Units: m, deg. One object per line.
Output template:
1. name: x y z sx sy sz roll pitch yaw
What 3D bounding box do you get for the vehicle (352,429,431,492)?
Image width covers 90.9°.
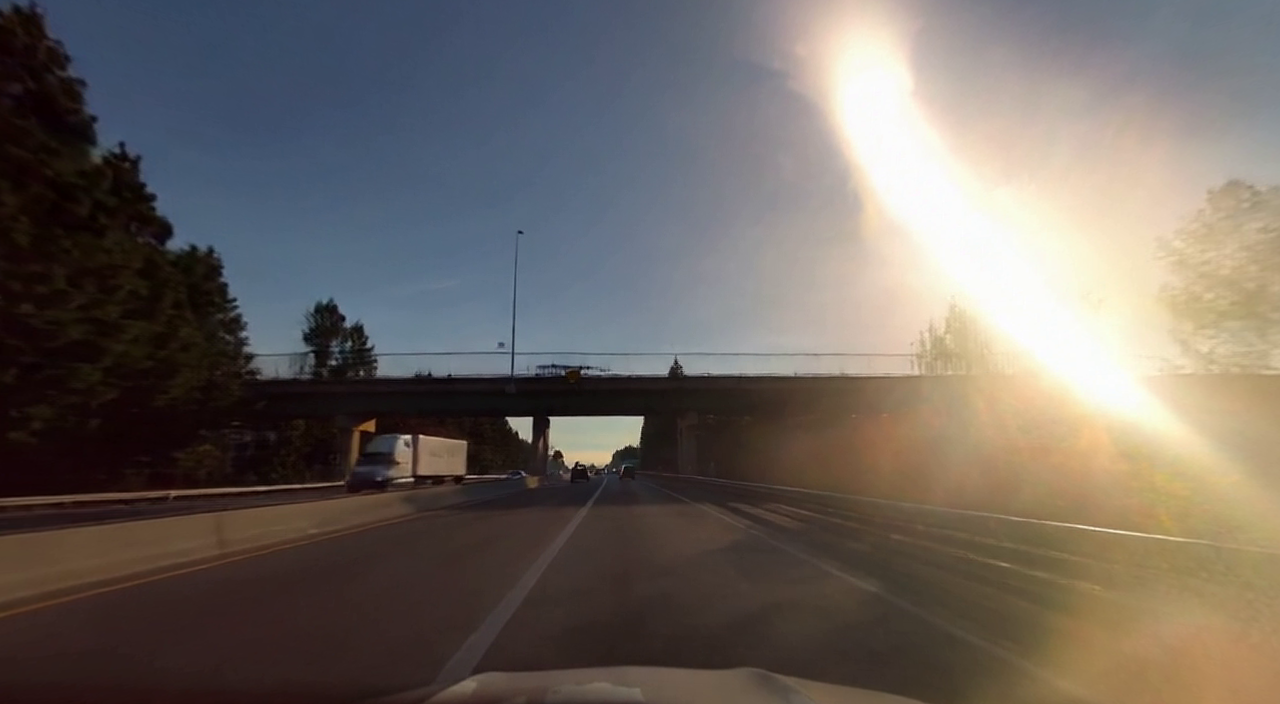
1. vehicle: -17.072 7.563 43.724 3.032 3.979 5.796 1 -11 -2
